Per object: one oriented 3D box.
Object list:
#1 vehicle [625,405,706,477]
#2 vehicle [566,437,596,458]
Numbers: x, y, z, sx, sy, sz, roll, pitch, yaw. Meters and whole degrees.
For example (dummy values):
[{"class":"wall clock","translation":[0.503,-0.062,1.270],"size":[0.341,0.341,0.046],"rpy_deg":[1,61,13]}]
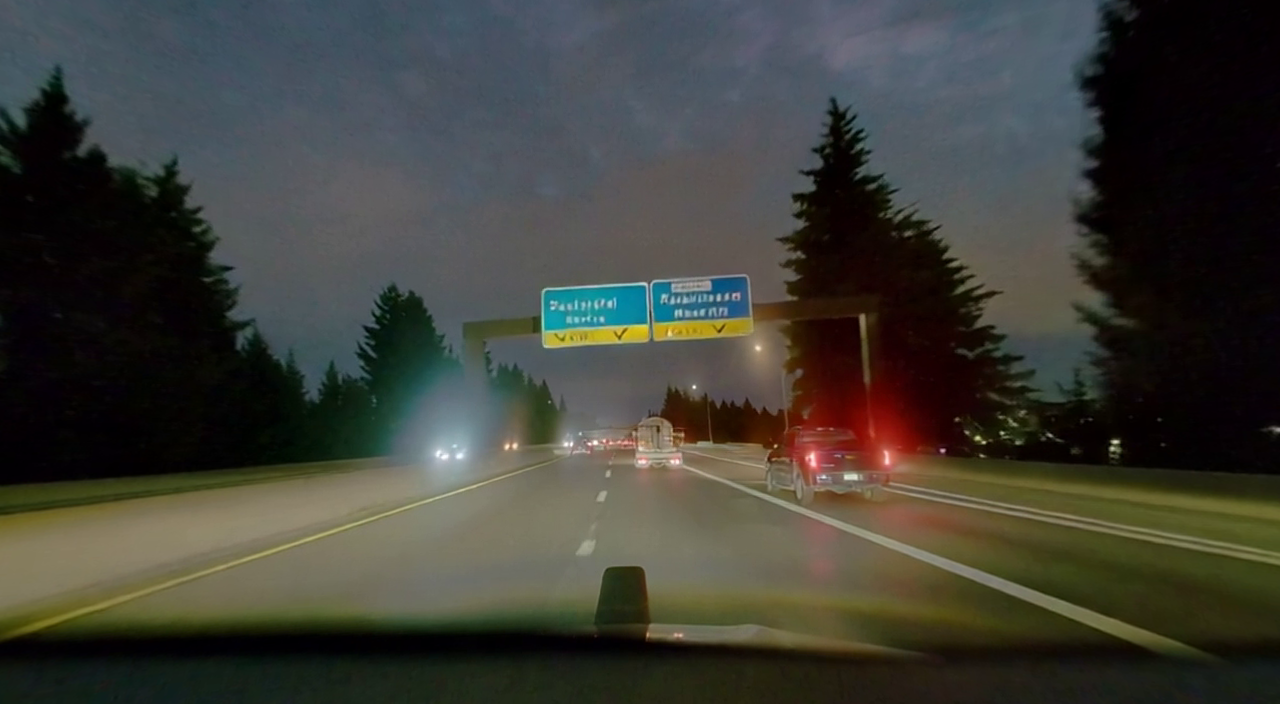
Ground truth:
[{"class":"vehicle","translation":[0.799,3.510,24.894],"size":[2.677,2.439,6.402],"rpy_deg":[0,-8,-3]},{"class":"vehicle","translation":[-4.518,7.378,48.622],"size":[2.114,1.504,3.924],"rpy_deg":[0,-8,-2]}]
